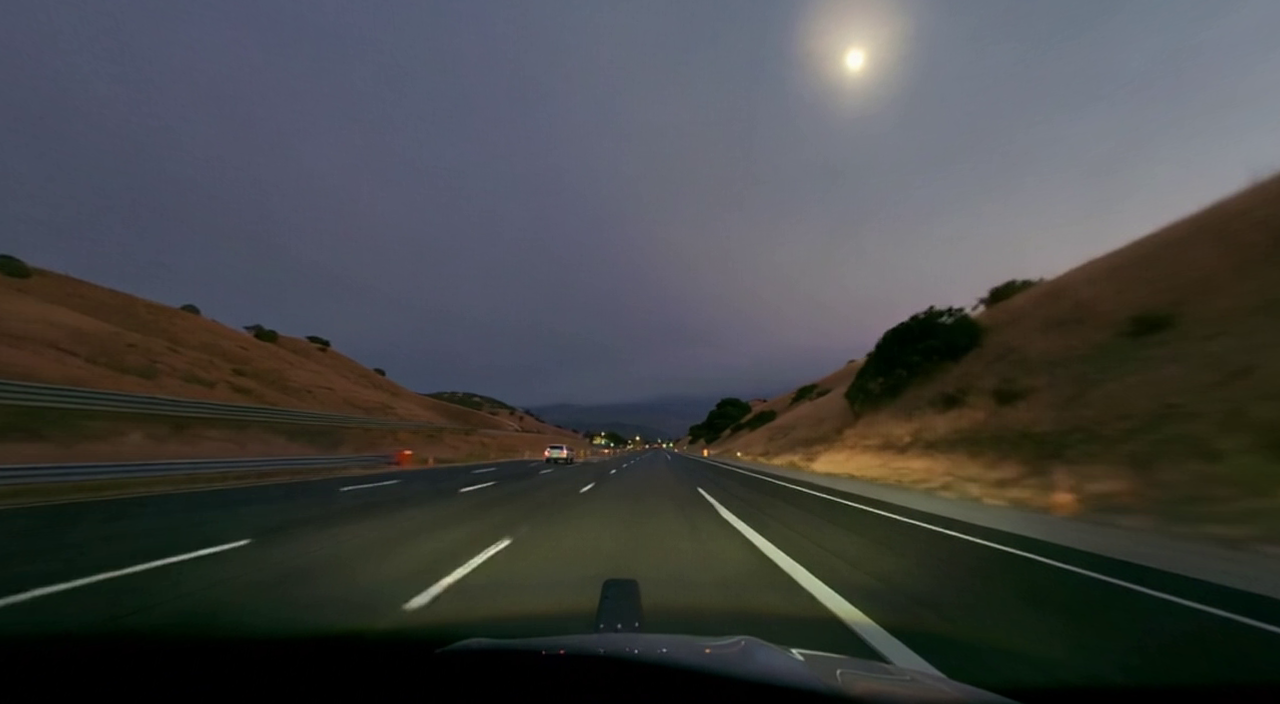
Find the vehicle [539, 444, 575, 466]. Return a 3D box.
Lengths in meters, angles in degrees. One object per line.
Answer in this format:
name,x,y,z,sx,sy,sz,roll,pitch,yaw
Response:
vehicle,-6.169,7.697,47.165,2.042,1.585,4.162,0,-9,1
